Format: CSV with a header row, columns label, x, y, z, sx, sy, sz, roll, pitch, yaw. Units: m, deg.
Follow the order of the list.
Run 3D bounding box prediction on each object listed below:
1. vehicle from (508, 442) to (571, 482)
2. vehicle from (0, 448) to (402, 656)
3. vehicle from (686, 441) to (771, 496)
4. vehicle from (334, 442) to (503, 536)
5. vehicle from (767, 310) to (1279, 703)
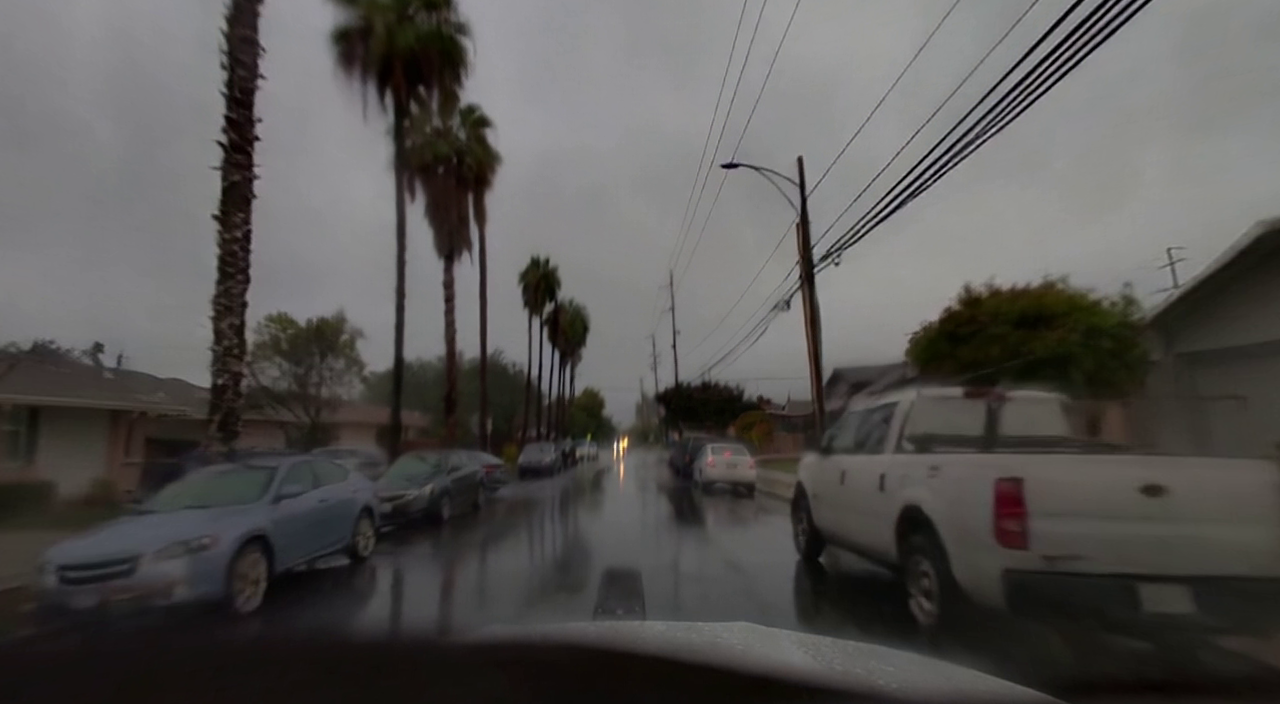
label,x,y,z,sx,sy,sz,roll,pitch,yaw
vehicle,-4.516,5.019,29.134,2.123,1.636,4.481,0,-8,0
vehicle,-4.144,1.792,6.743,1.782,1.487,3.974,0,-8,-2
vehicle,2.526,3.427,19.018,1.881,1.460,4.007,0,-8,-2
vehicle,-4.253,2.674,13.085,1.814,1.548,4.802,0,-8,-1
vehicle,2.858,1.163,5.566,2.292,1.981,5.277,0,-8,-1
